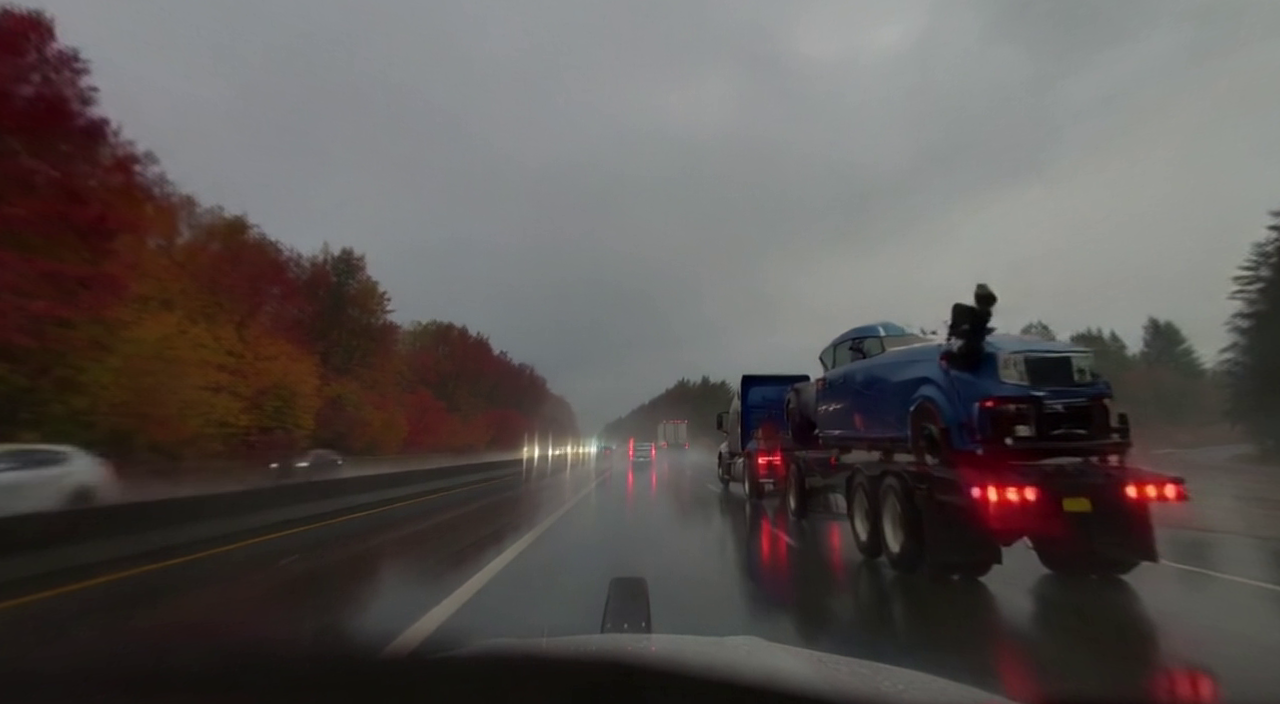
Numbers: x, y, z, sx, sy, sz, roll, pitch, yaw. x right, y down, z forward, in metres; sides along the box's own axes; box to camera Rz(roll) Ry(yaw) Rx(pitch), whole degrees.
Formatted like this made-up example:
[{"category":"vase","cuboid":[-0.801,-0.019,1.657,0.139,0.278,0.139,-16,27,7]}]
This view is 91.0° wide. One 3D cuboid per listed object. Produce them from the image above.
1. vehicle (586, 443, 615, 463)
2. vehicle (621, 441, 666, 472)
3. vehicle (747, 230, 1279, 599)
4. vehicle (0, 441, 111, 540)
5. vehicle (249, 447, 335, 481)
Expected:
[{"category":"vehicle","cuboid":[-2.917,7.550,47.266,1.928,1.464,3.706,0,-8,1]},{"category":"vehicle","cuboid":[0.174,5.316,32.349,2.152,1.484,4.211,0,-8,1]},{"category":"vehicle","cuboid":[4.789,1.432,12.067,3.150,3.257,13.098,0,-8,0]},{"category":"vehicle","cuboid":[-10.707,2.075,9.359,1.955,1.488,4.226,0,-8,1]},{"category":"vehicle","cuboid":[-18.049,5.812,32.912,1.917,1.619,4.369,0,-8,1]}]
